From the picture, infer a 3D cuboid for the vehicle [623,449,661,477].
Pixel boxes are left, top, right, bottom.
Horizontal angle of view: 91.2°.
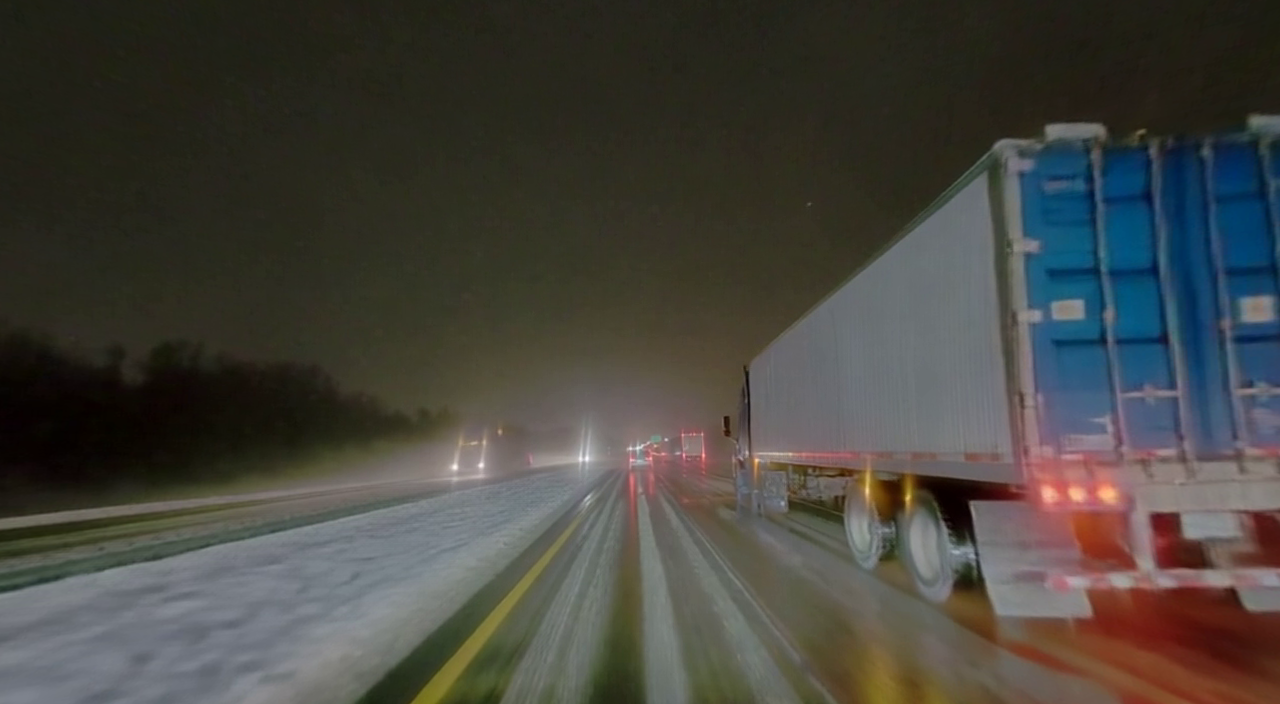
[{"bbox_3d":[0.091,6.292,35.776,2.083,1.473,3.923,0,-9,-1],"label":"vehicle"}]
